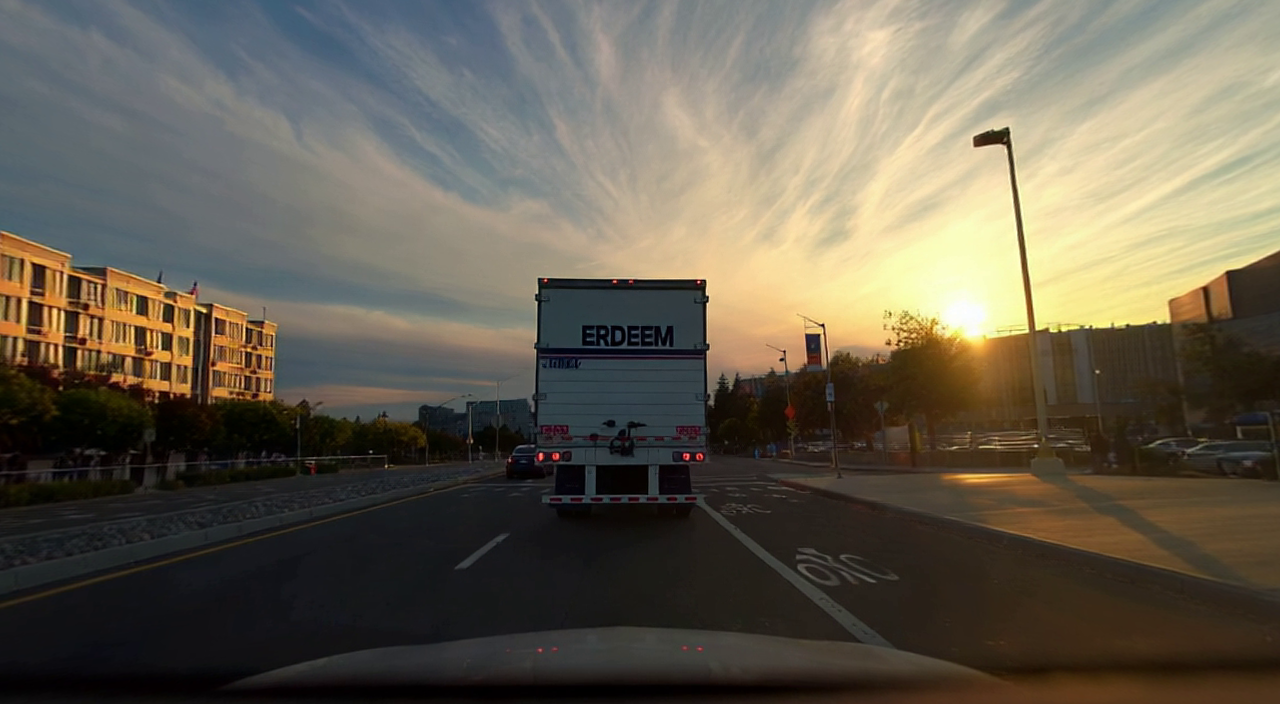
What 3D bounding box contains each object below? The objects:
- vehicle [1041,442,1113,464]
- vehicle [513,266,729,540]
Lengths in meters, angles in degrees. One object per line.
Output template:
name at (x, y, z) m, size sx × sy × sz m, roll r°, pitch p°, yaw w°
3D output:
vehicle at (31.355, 7.216, 45.168) m, size 1.652 × 1.423 × 3.797 m, roll 5°, pitch -9°, yaw -35°
vehicle at (-0.187, 1.275, 13.260) m, size 2.876 × 3.724 × 9.351 m, roll -1°, pitch -8°, yaw 1°
